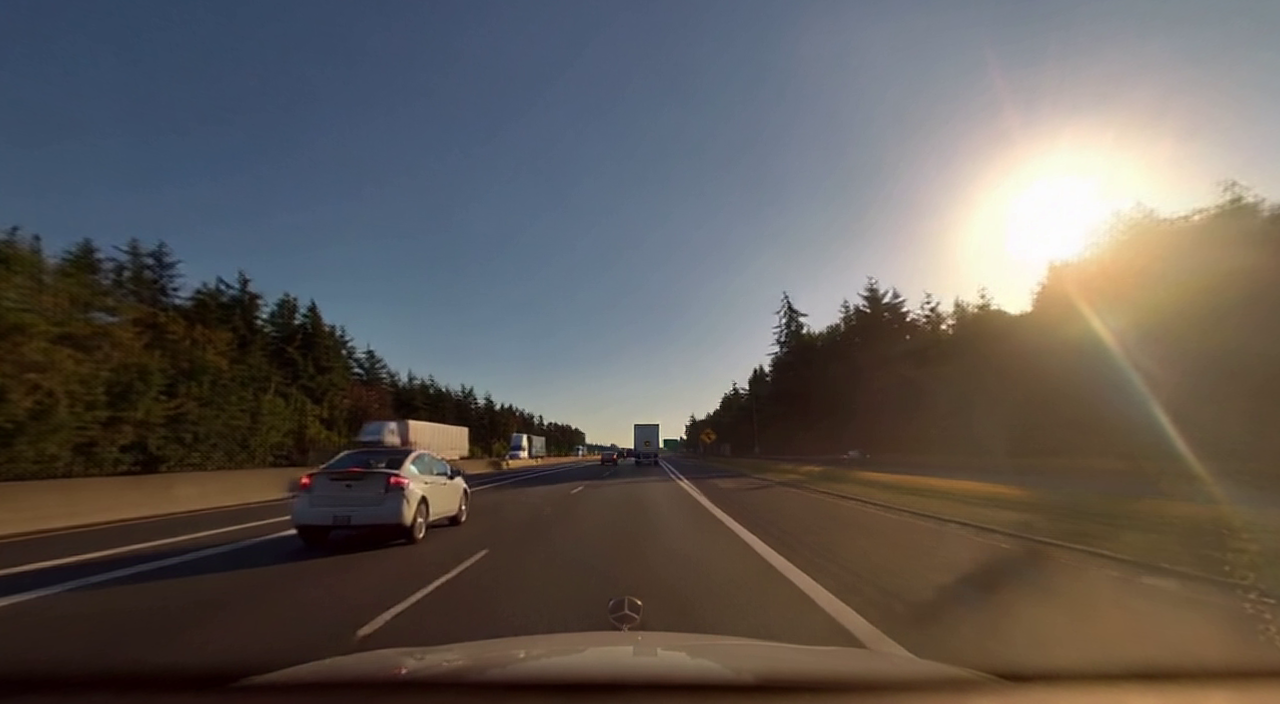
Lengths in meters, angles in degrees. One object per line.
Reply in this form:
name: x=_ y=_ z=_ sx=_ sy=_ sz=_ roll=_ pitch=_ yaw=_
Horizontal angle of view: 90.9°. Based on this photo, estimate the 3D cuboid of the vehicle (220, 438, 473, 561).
vehicle: x=-4.168 y=2.126 z=9.841 sx=1.945 sy=1.488 sz=4.043 roll=0 pitch=-9 yaw=1
